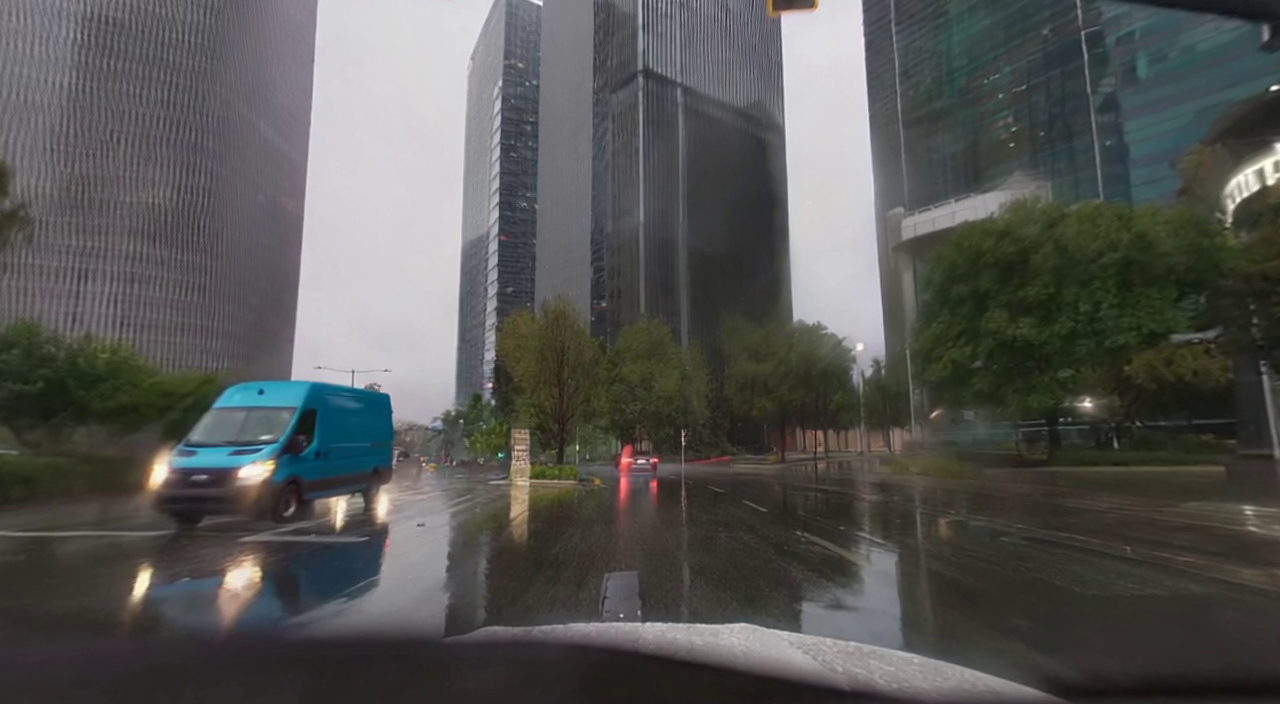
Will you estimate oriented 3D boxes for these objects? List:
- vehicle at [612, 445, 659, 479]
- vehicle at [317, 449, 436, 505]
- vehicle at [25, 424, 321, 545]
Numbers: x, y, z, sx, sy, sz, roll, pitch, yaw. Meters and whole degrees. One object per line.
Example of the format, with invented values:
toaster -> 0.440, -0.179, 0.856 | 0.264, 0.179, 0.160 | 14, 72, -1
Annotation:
vehicle -> -0.339, 6.342, 36.681 | 2.129, 1.816, 4.851 | 1, -9, -7
vehicle -> -8.158, 3.867, 19.942 | 2.004, 1.549, 3.947 | 0, -9, 0
vehicle -> -7.858, 2.246, 11.347 | 2.028, 1.718, 4.479 | 1, -9, -3
